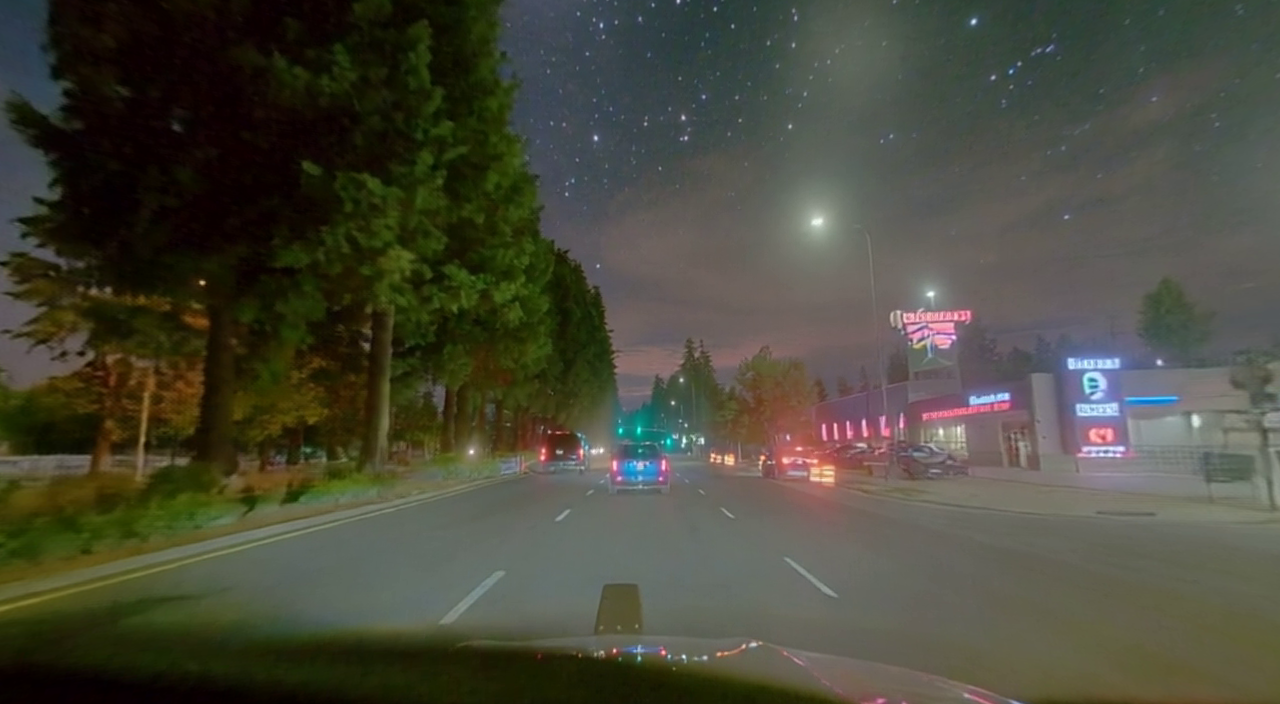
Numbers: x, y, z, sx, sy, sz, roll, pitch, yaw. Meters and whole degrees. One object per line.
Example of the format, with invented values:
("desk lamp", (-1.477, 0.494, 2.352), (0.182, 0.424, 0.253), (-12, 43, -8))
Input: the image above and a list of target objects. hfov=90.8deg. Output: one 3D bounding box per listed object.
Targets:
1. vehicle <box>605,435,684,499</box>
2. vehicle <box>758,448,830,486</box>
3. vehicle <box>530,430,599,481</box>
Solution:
("vehicle", (0.090, 3.485, 19.525), (2.168, 1.725, 4.192), (0, -9, -1))
("vehicle", (6.842, 5.145, 28.536), (2.076, 1.535, 4.460), (1, -9, -1))
("vehicle", (-3.256, 4.649, 28.599), (2.357, 2.063, 5.488), (0, -9, 1))
